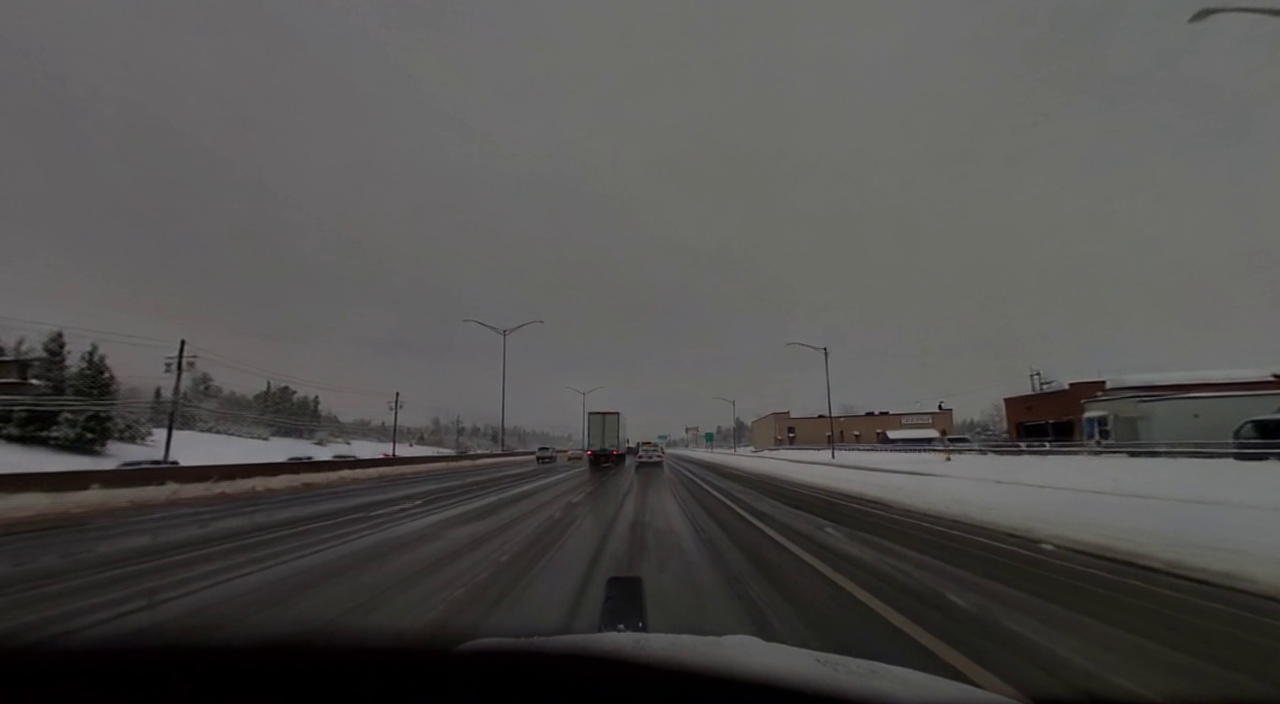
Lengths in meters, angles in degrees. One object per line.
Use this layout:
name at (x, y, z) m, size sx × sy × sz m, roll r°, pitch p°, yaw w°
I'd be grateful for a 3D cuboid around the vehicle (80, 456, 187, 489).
vehicle at (-26.721, 6.364, 33.521) m, size 1.867 × 1.537 × 4.532 m, roll 0°, pitch -8°, yaw 0°

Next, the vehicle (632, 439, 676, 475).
vehicle at (0.742, 5.771, 34.965) m, size 2.279 × 1.837 × 4.747 m, roll 0°, pitch -8°, yaw 0°
